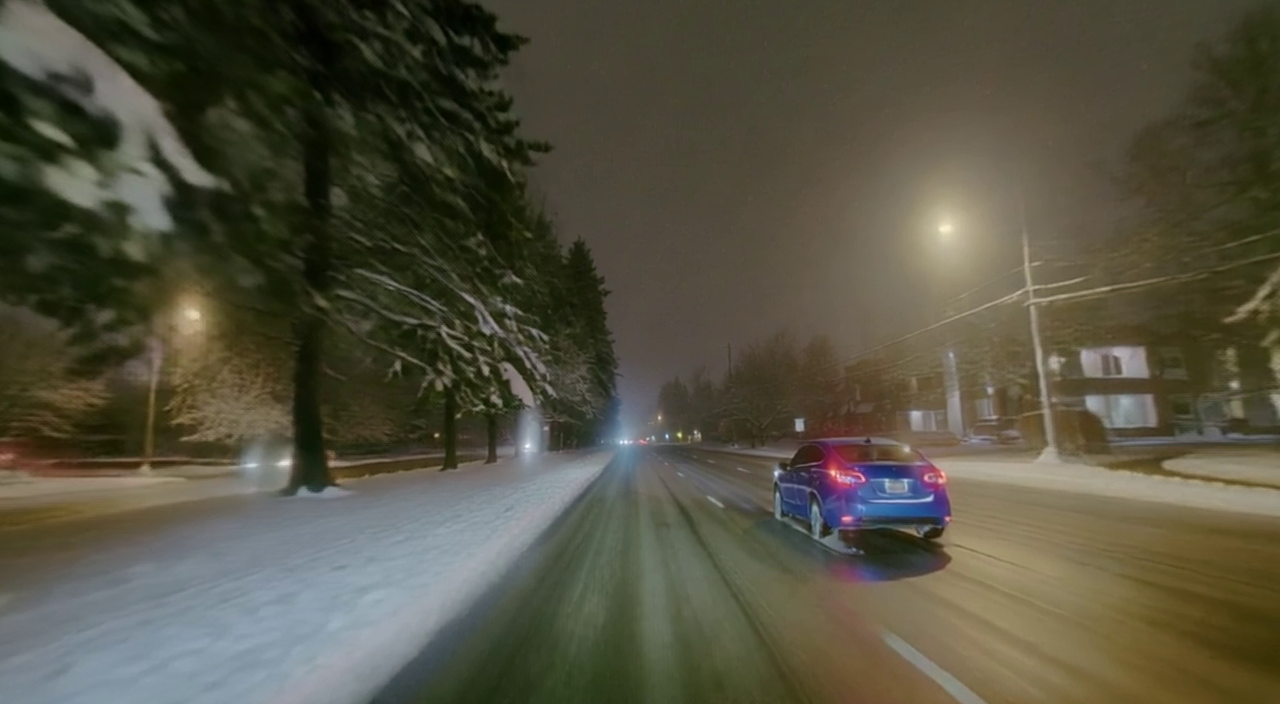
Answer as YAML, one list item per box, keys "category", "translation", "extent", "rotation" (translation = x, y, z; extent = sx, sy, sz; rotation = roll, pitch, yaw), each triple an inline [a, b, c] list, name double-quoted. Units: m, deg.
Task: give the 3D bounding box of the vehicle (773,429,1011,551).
- category: "vehicle"
  translation: [3.578, 2.019, 9.997]
  extent: [1.950, 1.473, 4.259]
  rotation: [0, -8, -1]

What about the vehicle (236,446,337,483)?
- category: "vehicle"
  translation: [-16.055, 5.112, 29.049]
  extent: [1.993, 1.511, 4.798]
  rotation: [0, -8, -1]
